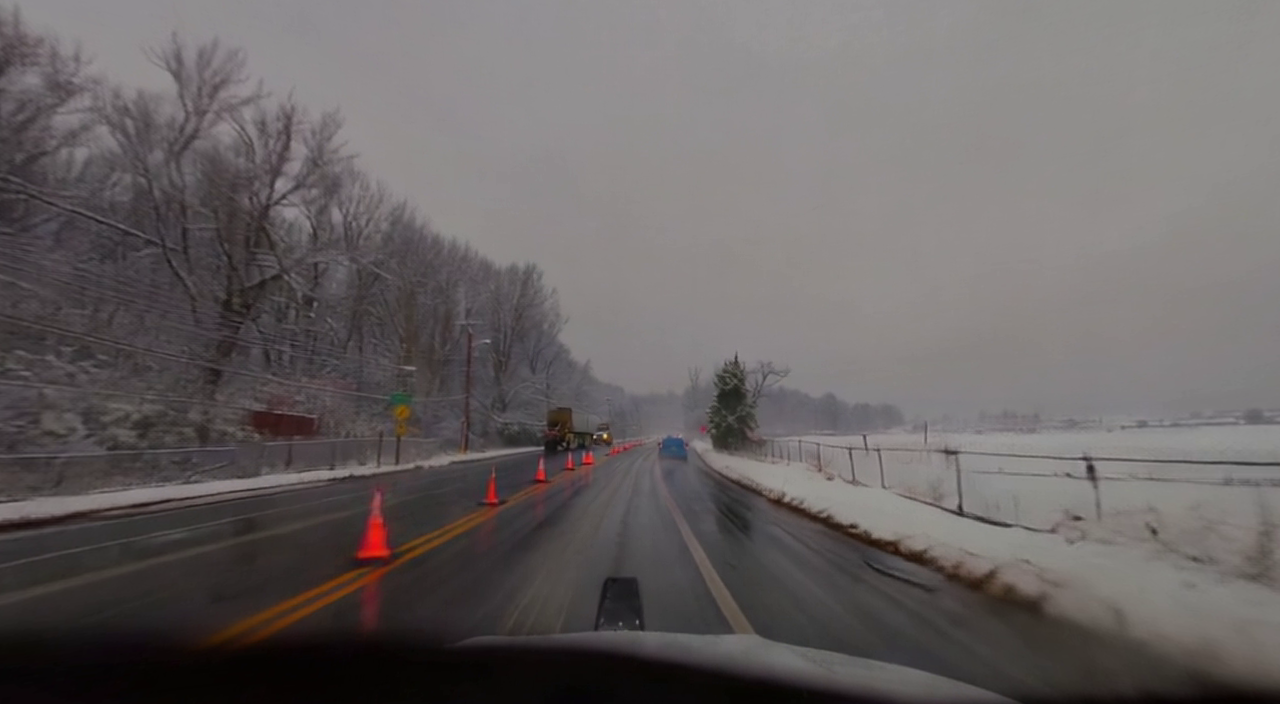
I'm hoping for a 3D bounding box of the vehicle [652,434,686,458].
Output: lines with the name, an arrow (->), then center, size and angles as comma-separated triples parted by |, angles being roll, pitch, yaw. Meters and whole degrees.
vehicle -> 1.950, 6.259, 42.142 | 2.172, 1.486, 3.581 | 0, -9, 2
